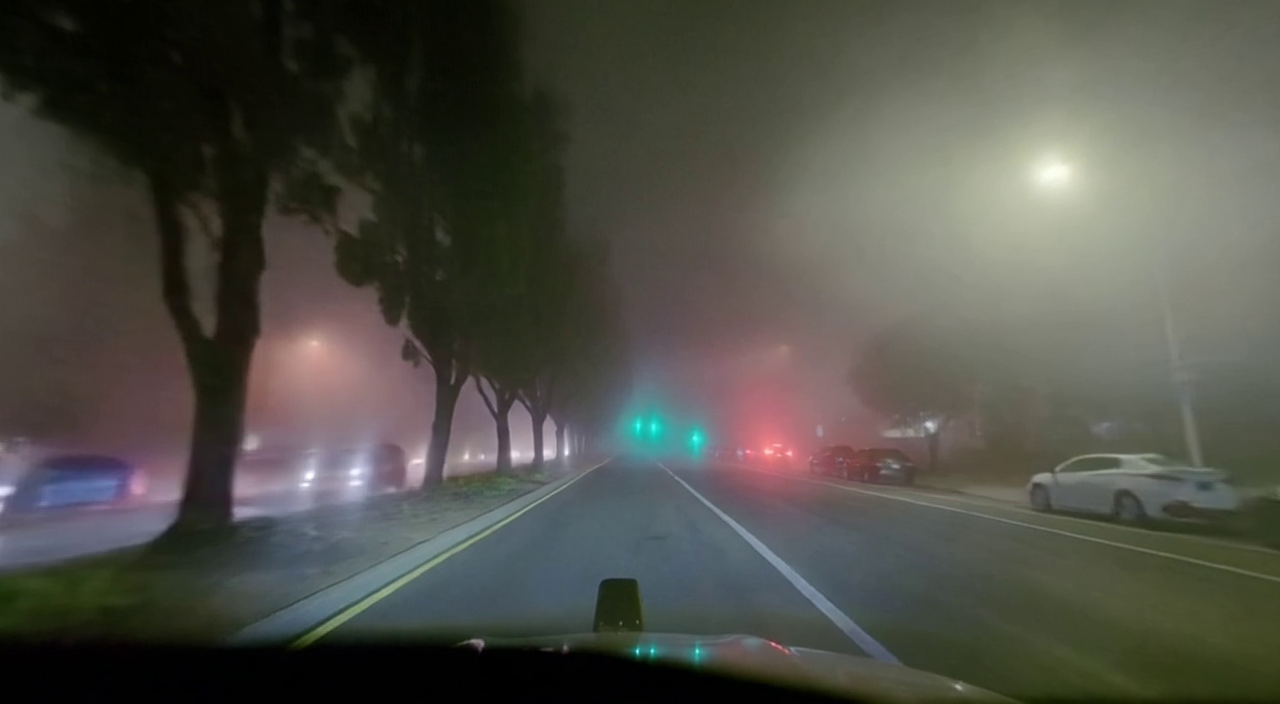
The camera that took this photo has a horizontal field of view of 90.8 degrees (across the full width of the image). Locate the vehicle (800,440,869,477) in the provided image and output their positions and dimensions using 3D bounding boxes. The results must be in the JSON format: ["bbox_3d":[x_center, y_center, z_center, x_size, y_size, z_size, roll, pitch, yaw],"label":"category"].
[{"bbox_3d":[9.567,5.244,31.407,1.949,1.698,4.351,0,-8,-1],"label":"vehicle"}]

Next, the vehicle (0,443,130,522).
[{"bbox_3d":[-12.608,2.506,12.343,1.769,1.418,4.173,0,-8,0],"label":"vehicle"}]

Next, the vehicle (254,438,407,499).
[{"bbox_3d":[-8.571,3.239,18.094,1.979,1.484,4.711,0,-8,1],"label":"vehicle"}]

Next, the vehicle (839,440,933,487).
[{"bbox_3d":[9.689,4.410,25.322,1.885,1.685,4.430,0,-8,-2],"label":"vehicle"}]

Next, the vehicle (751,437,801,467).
[{"bbox_3d":[9.604,7.093,45.074,2.209,1.982,5.787,0,-8,0],"label":"vehicle"}]

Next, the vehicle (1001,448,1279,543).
[{"bbox_3d":[9.534,2.659,12.506,1.918,1.454,4.683,0,-8,-1],"label":"vehicle"}]

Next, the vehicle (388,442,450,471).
[{"bbox_3d":[-12.277,5.831,35.444,1.874,1.475,4.453,0,-8,0],"label":"vehicle"}]
